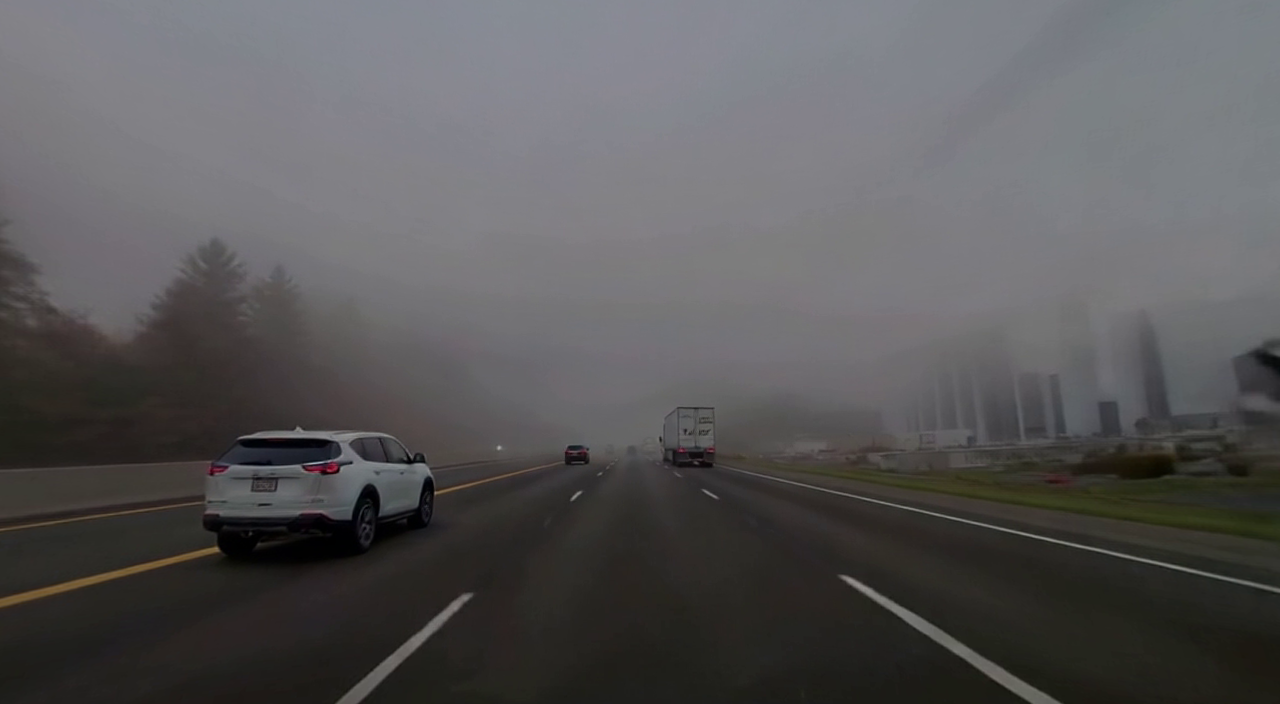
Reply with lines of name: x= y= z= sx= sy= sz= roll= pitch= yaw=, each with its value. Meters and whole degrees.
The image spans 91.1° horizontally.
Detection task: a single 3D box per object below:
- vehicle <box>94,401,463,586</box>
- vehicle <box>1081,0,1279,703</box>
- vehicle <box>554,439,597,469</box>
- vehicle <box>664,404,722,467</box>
vehicle: x=-4.155 y=1.723 z=8.452 sx=2.202 sy=1.760 sz=4.617 roll=0 pitch=-9 yaw=0
vehicle: x=4.280 y=-0.479 z=0.585 sx=3.030 sy=3.918 sz=6.108 roll=0 pitch=-9 yaw=0
vehicle: x=-3.862 y=6.201 z=38.332 sx=2.139 sy=1.716 sz=4.530 roll=0 pitch=-9 yaw=0
vehicle: x=3.895 y=6.756 z=49.861 sx=2.998 sy=4.236 sz=13.886 roll=0 pitch=-9 yaw=-2
